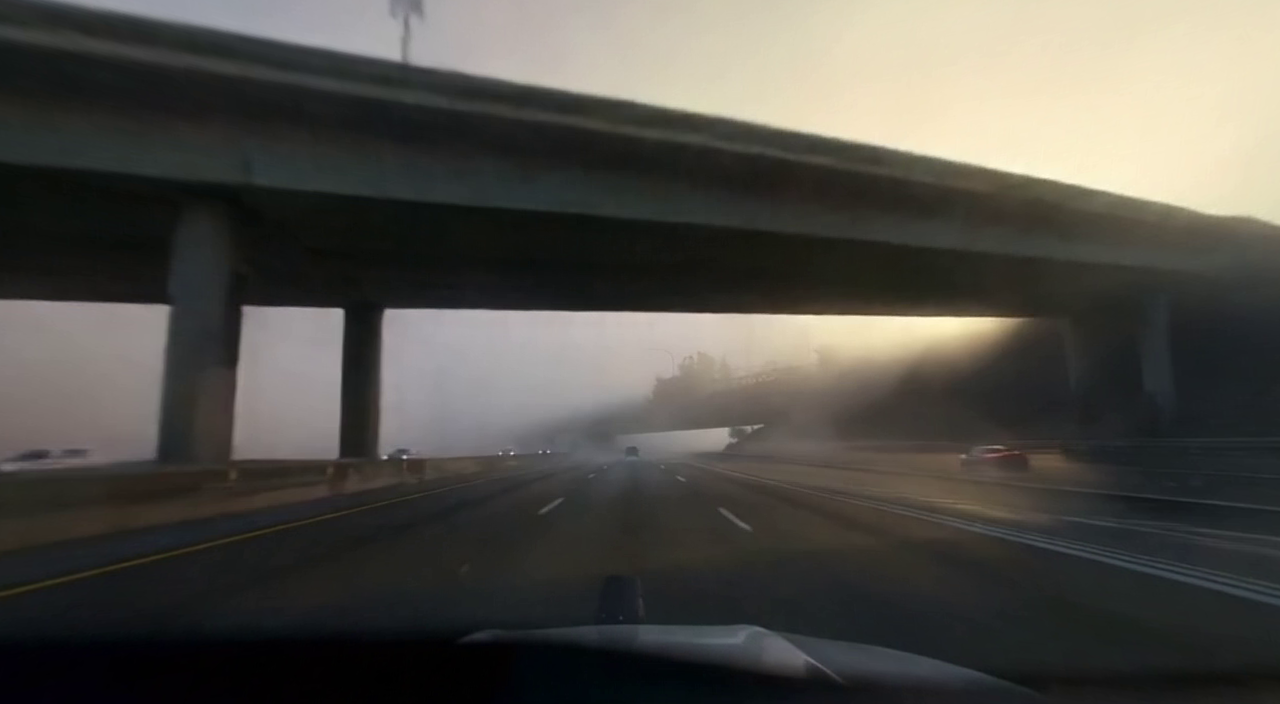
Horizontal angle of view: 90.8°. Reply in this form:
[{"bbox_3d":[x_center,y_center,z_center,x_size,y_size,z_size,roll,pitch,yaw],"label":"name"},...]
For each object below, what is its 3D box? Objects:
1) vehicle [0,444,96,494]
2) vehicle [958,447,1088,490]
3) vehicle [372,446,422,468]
[{"bbox_3d":[-23.270,4.301,23.441,1.950,1.744,4.711,0,-9,0],"label":"vehicle"},{"bbox_3d":[15.268,4.646,25.627,1.959,1.519,5.235,0,-9,-1],"label":"vehicle"},{"bbox_3d":[-17.538,7.572,45.834,1.842,1.484,4.507,0,-9,0],"label":"vehicle"}]
